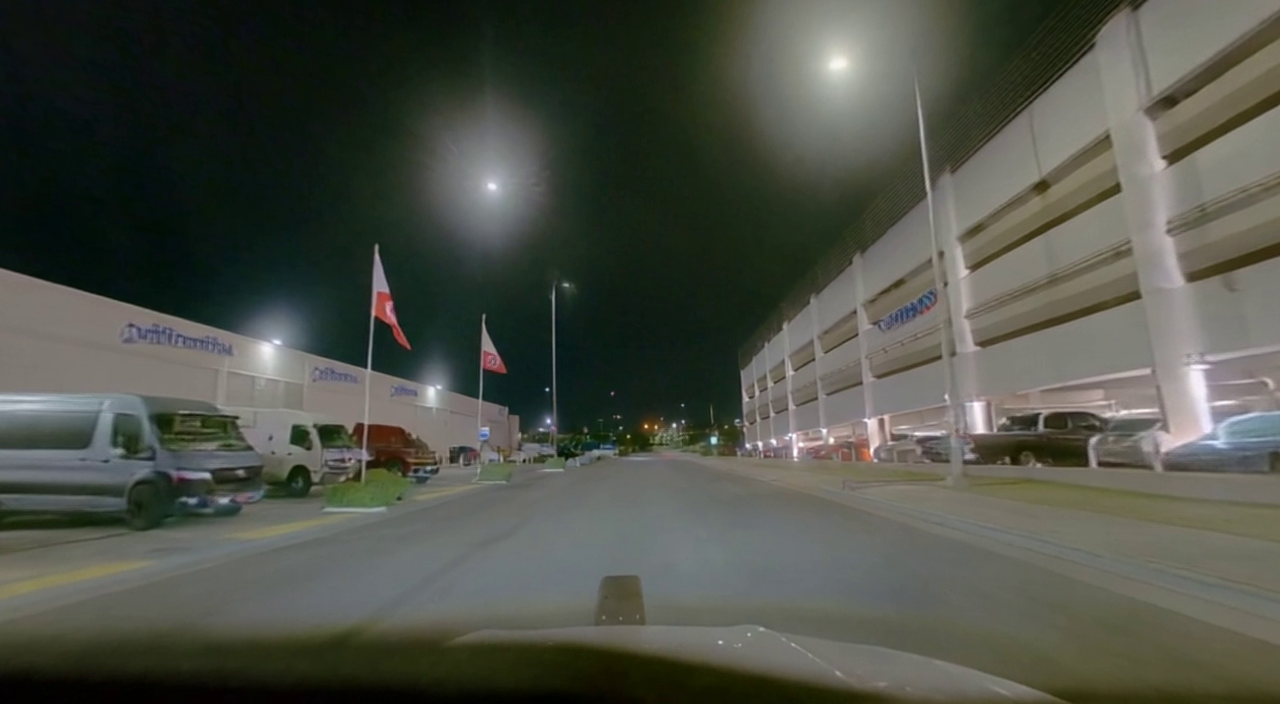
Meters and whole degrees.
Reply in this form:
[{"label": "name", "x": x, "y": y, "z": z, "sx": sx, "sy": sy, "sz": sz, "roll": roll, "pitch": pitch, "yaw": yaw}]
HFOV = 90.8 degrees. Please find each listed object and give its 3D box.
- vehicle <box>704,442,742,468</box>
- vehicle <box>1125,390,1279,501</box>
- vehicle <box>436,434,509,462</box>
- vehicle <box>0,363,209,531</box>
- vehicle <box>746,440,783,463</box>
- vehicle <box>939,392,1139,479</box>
[{"label": "vehicle", "x": 5.496, "y": 6.883, "z": 42.436, "sx": 2.026, "sy": 1.659, "sz": 4.314, "roll": -1, "pitch": -8, "yaw": 0}, {"label": "vehicle", "x": 11.955, "y": 1.738, "z": 11.888, "sx": 5.427, "sy": 1.722, "sz": 2.235, "roll": 4, "pitch": -9, "yaw": -27}, {"label": "vehicle", "x": -12.915, "y": 7.386, "z": 48.537, "sx": 5.672, "sy": 1.963, "sz": 2.189, "roll": -6, "pitch": -10, "yaw": 35}, {"label": "vehicle", "x": -11.215, "y": 1.695, "z": 11.357, "sx": 5.128, "sy": 2.664, "sz": 2.327, "roll": -1, "pitch": -8, "yaw": 1}, {"label": "vehicle", "x": 9.852, "y": 7.818, "z": 49.810, "sx": 2.021, "sy": 1.753, "sz": 4.342, "roll": -4, "pitch": -9, "yaw": 22}, {"label": "vehicle", "x": 11.824, "y": 2.468, "z": 18.626, "sx": 6.017, "sy": 2.202, "sz": 2.328, "roll": 4, "pitch": -10, "yaw": -30}]
